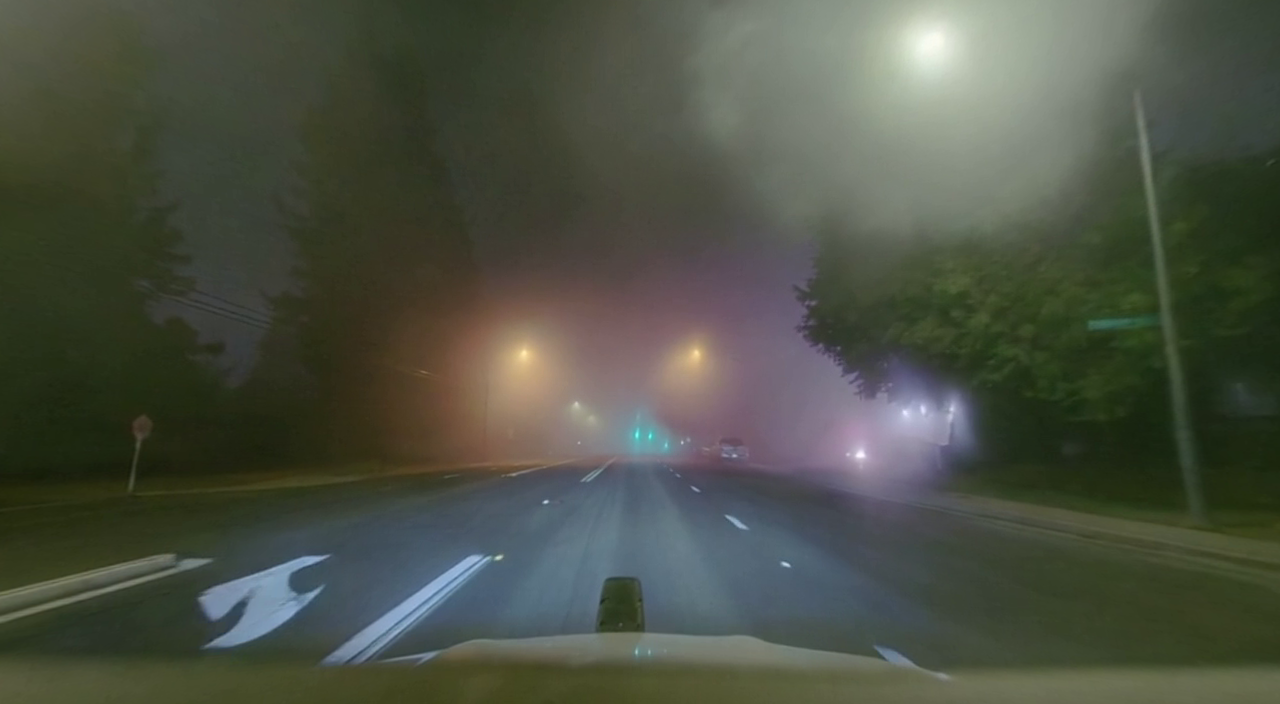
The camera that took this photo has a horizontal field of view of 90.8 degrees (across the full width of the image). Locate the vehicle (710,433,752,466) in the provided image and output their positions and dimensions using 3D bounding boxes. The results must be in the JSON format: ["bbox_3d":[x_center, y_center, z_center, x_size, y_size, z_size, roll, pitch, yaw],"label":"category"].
[{"bbox_3d":[6.315,6.850,44.595,2.275,2.132,5.726,0,-9,1],"label":"vehicle"}]

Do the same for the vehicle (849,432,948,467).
[{"bbox_3d":[14.394,5.450,35.358,4.637,1.842,2.016,0,-9,2],"label":"vehicle"}]
